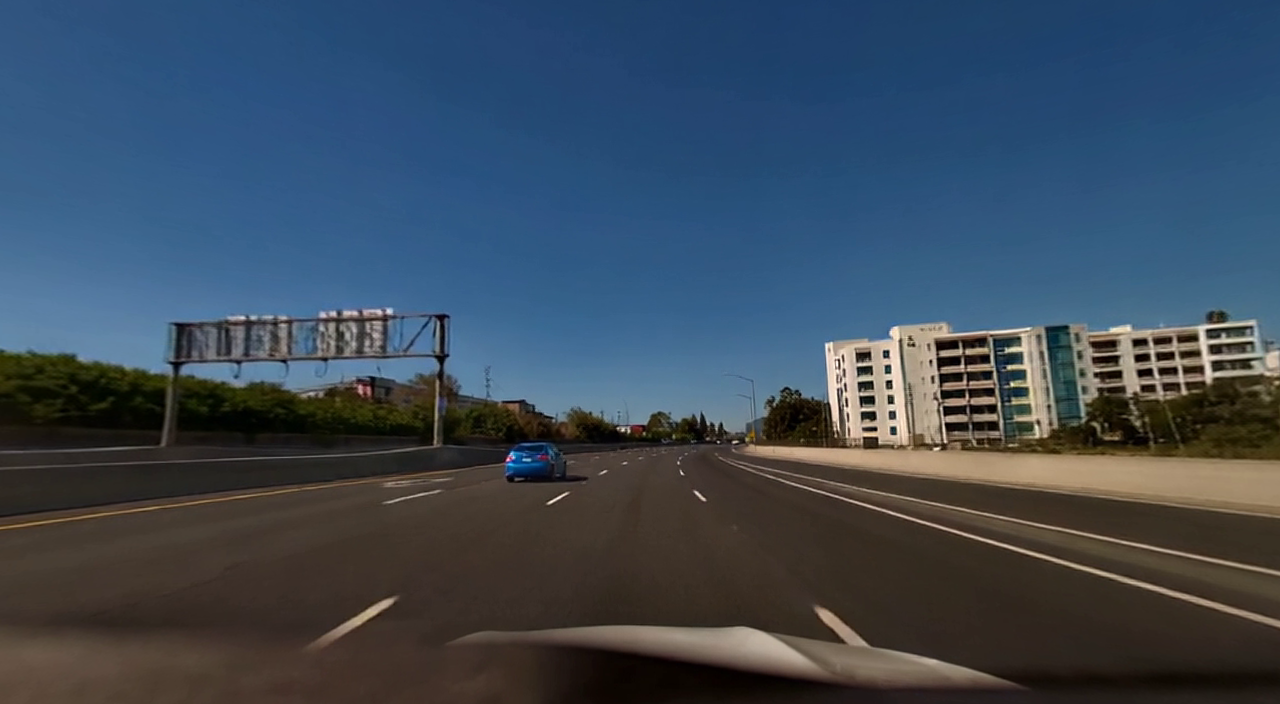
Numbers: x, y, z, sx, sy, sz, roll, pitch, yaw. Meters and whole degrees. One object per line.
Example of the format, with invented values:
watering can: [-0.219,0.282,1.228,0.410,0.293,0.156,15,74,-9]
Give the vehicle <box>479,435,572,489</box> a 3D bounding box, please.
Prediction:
vehicle: [-3.630,3.583,20.995,2.087,1.566,4.756,0,-8,2]
